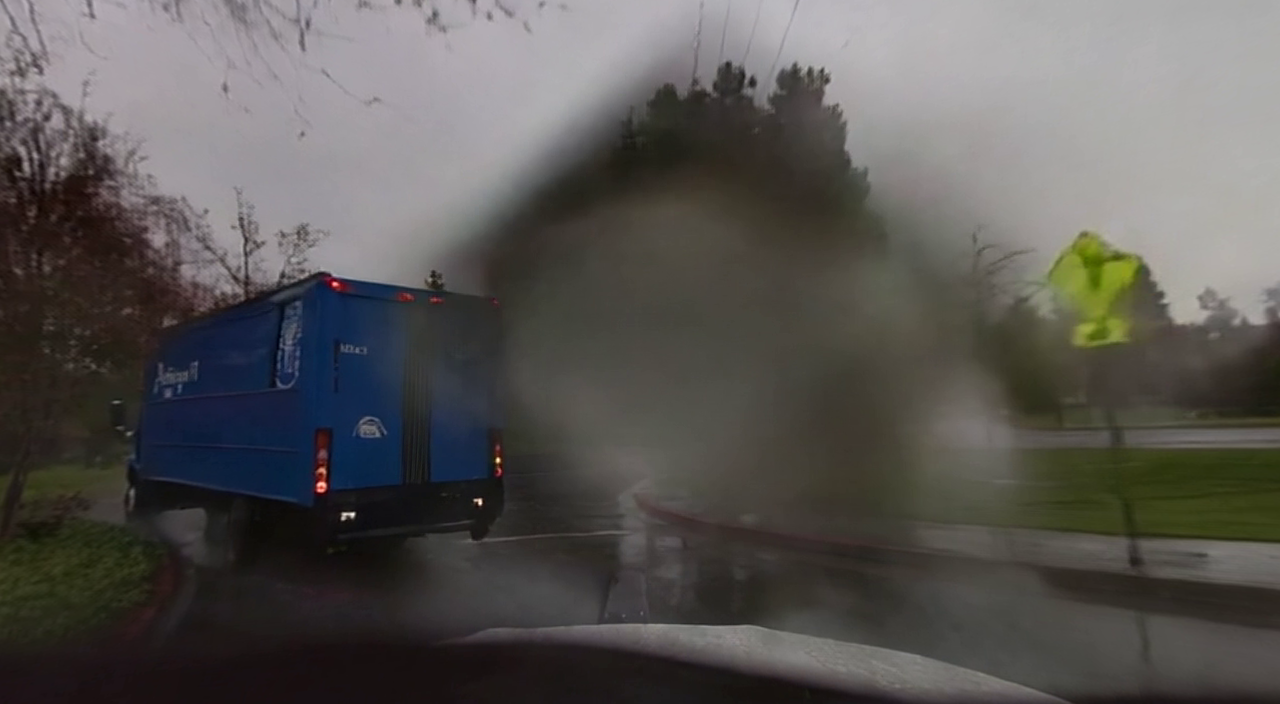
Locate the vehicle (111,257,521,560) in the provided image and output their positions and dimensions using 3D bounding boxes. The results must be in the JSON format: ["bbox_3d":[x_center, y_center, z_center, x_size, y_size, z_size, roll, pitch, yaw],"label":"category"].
[{"bbox_3d":[-6.334,1.162,11.103,9.680,3.326,2.838,-7,-10,40],"label":"vehicle"}]
